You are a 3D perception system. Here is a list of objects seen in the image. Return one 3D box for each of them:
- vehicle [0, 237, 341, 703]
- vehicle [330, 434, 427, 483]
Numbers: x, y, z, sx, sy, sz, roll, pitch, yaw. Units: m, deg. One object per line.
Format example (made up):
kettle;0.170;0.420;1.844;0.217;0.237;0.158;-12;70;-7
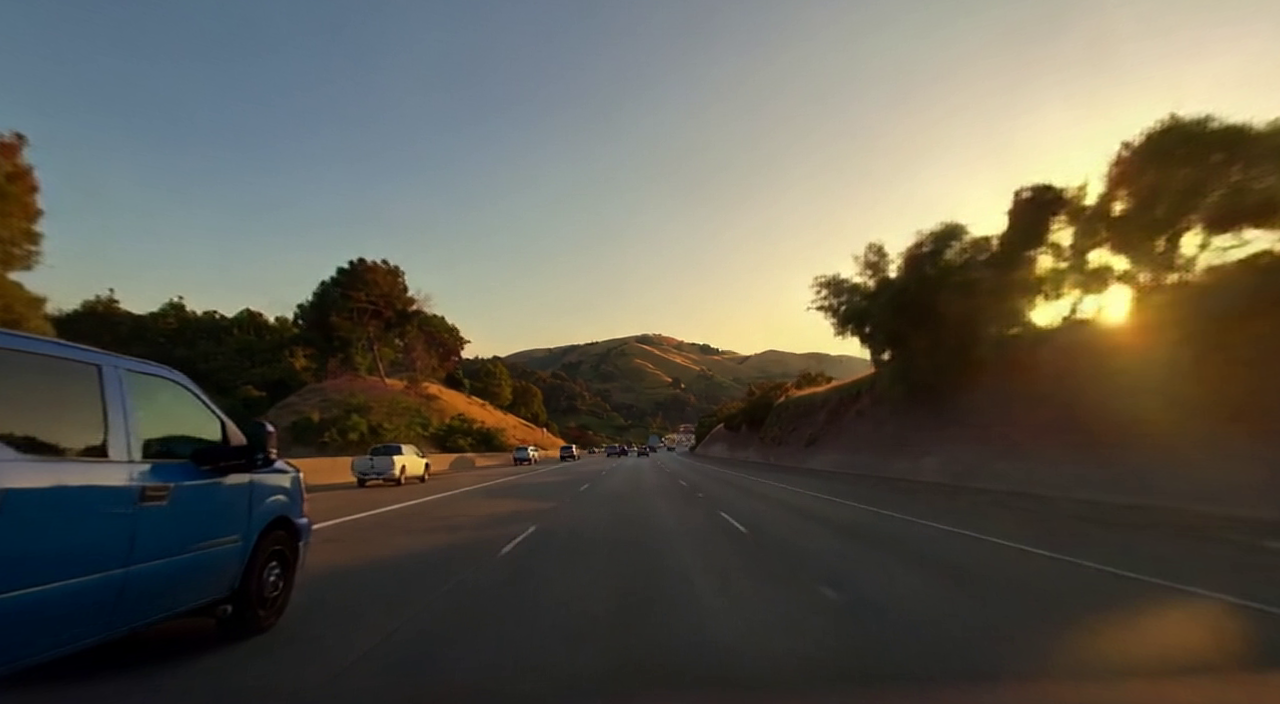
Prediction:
vehicle;-3.510;0.546;1.513;2.483;2.100;6.208;0;-9;0
vehicle;-11.034;4.513;27.080;2.012;1.875;4.895;0;-9;0
